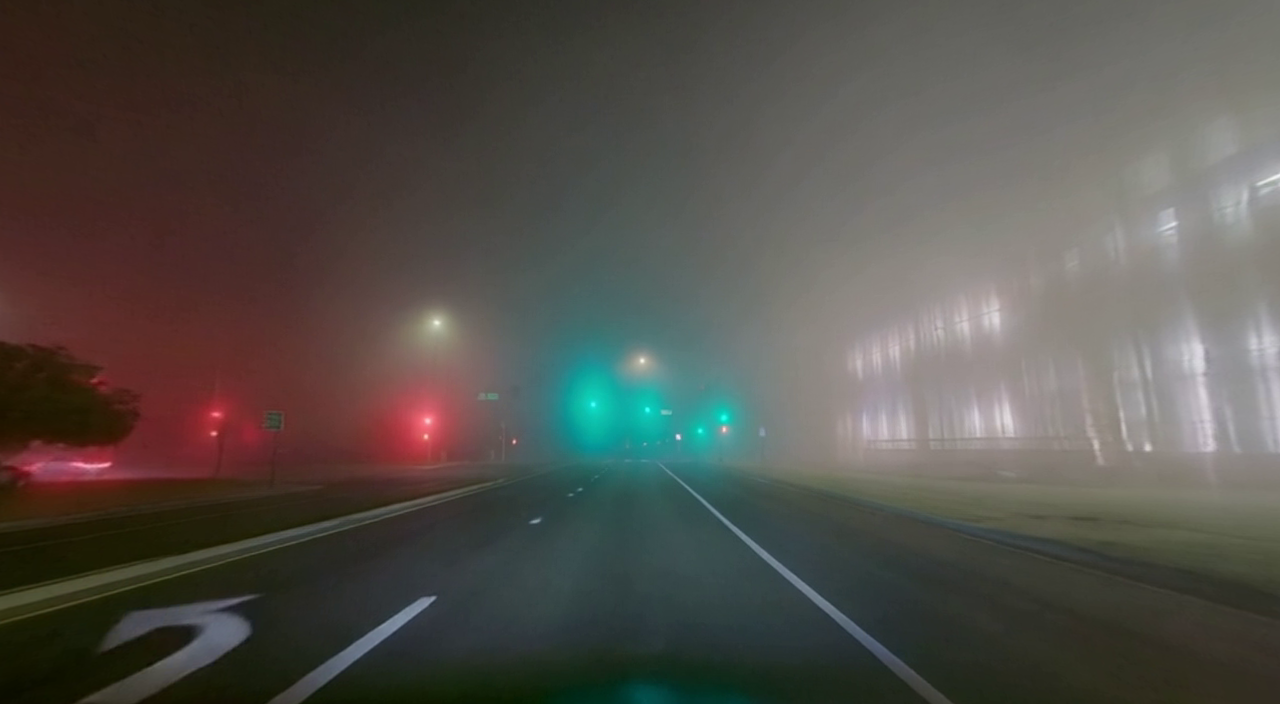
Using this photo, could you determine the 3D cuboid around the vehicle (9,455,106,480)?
[{"bbox_3d":[-37.032,7.320,40.343,1.807,1.460,4.600,0,-9,0],"label":"vehicle"}]
